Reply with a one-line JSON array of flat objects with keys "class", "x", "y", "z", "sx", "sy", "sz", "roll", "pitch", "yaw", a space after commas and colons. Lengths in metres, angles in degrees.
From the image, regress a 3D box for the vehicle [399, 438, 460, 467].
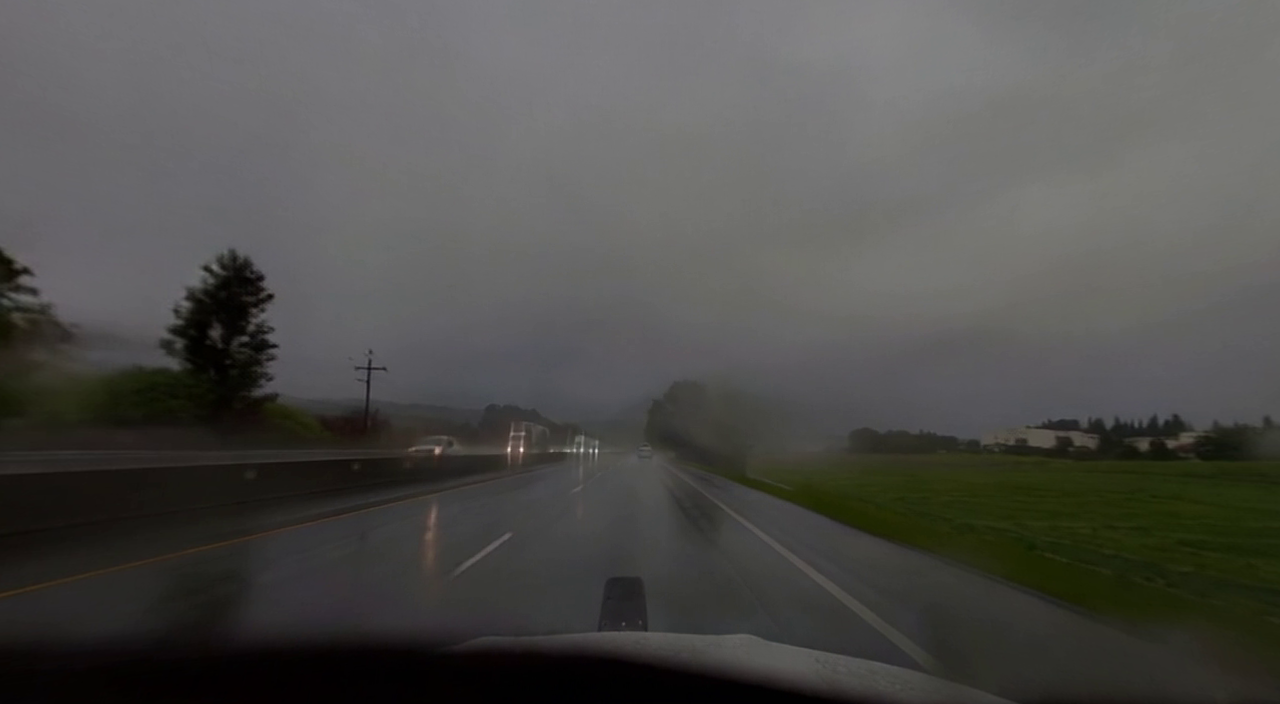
[{"class": "vehicle", "x": -11.520, "y": 5.556, "z": 34.736, "sx": 1.928, "sy": 1.486, "sz": 4.088, "roll": 0, "pitch": -9, "yaw": 0}]
